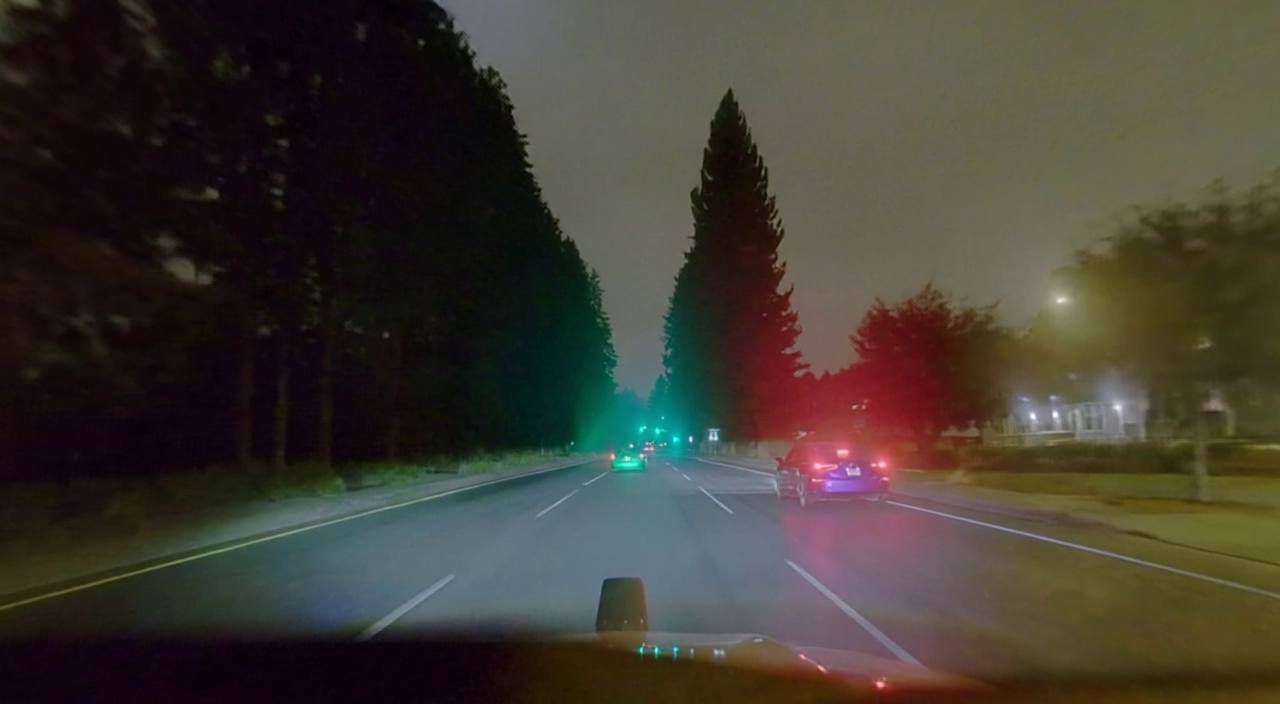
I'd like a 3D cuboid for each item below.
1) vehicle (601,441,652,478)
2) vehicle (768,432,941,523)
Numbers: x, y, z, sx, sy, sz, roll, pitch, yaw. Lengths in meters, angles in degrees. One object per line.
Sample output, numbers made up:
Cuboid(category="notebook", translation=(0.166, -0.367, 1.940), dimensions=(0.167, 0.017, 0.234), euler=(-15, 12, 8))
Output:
Cuboid(category="vehicle", translation=(-0.549, 4.990, 29.724), dimensions=(2.206, 1.525, 4.695), euler=(-1, -8, 1))
Cuboid(category="vehicle", translation=(4.111, 2.446, 13.000), dimensions=(1.943, 1.471, 4.515), euler=(-1, -8, 0))
